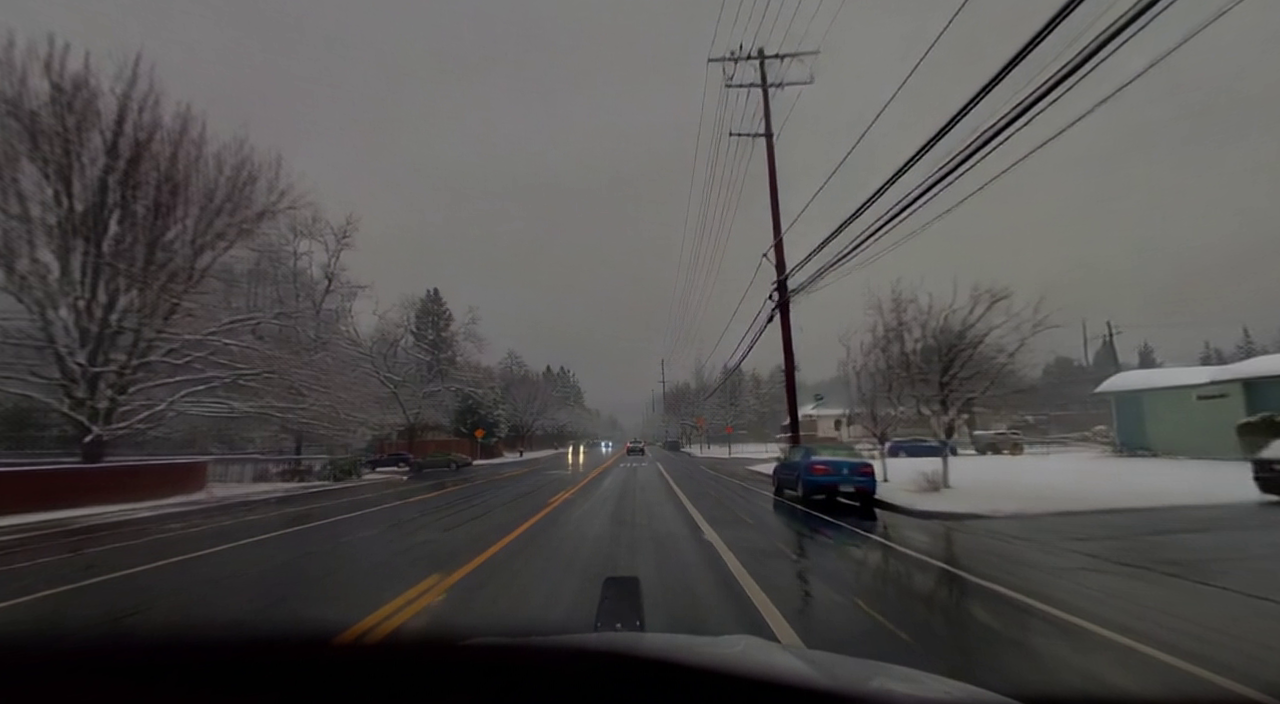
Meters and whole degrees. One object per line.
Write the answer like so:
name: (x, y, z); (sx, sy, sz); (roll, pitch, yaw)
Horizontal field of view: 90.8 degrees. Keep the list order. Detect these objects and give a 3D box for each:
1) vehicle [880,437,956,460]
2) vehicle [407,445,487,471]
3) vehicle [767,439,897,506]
vehicle: (18.938, 6.561, 43.130); (4.292, 1.489, 1.895); (0, -8, 0)
vehicle: (-14.065, 7.751, 46.265); (5.190, 1.502, 2.085); (-4, -8, -1)
vehicle: (4.764, 3.040, 16.456); (1.987, 1.479, 4.562); (0, -8, 0)
